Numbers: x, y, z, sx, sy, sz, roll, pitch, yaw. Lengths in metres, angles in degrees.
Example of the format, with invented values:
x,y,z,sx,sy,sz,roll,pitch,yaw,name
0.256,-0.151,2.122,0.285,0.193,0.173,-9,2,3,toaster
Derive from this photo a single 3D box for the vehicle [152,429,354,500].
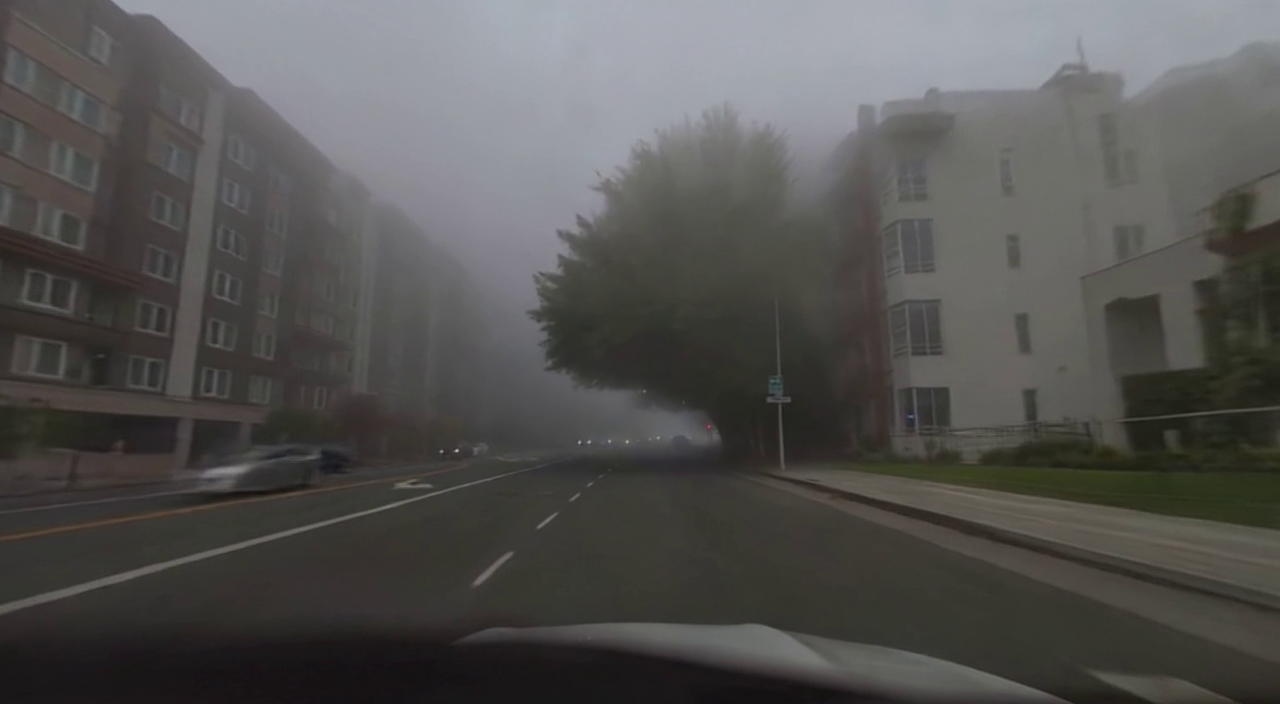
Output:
x,y,z,sx,sy,sz,roll,pitch,yaw,name
-9.281,2.736,15.724,1.939,1.482,4.673,-1,-8,2,vehicle
